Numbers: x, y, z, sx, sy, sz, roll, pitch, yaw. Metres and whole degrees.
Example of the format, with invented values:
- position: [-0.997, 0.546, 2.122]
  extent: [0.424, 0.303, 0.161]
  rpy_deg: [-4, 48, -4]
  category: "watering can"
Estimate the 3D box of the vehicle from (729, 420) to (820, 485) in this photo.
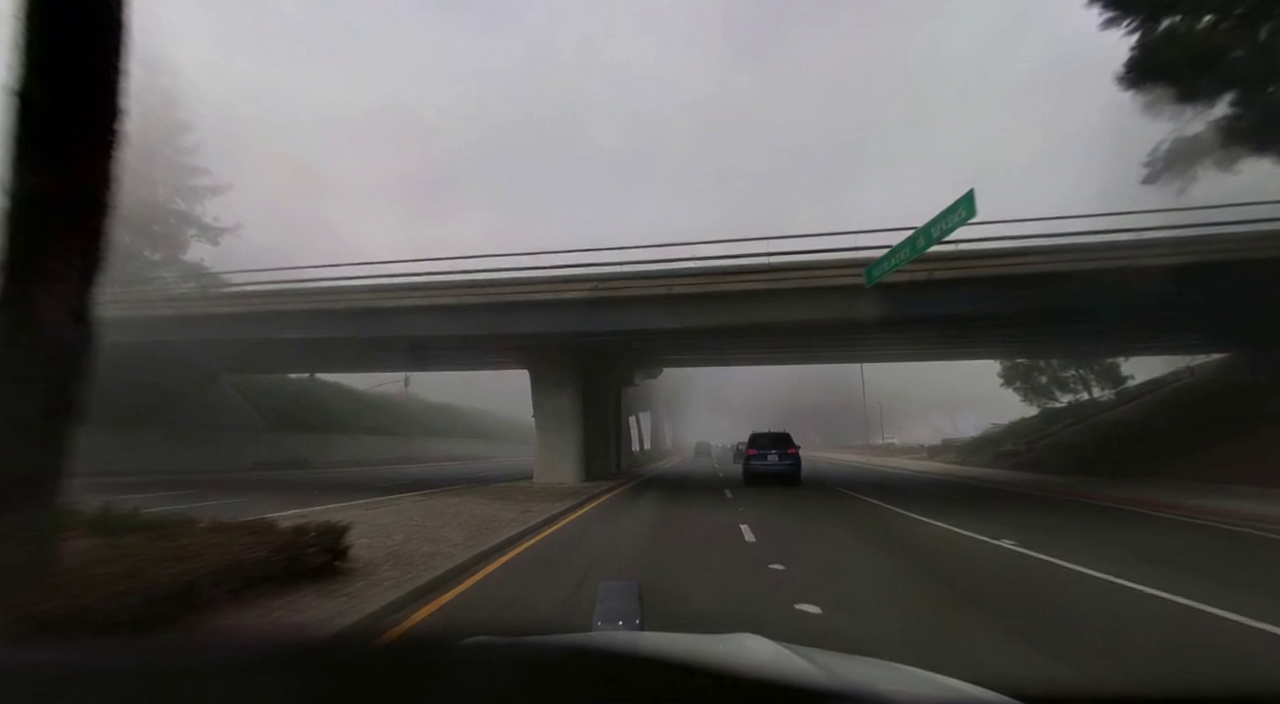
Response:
- position: [4.628, 3.597, 22.762]
  extent: [2.559, 2.017, 5.562]
  rpy_deg: [-1, -9, 5]
  category: "vehicle"
